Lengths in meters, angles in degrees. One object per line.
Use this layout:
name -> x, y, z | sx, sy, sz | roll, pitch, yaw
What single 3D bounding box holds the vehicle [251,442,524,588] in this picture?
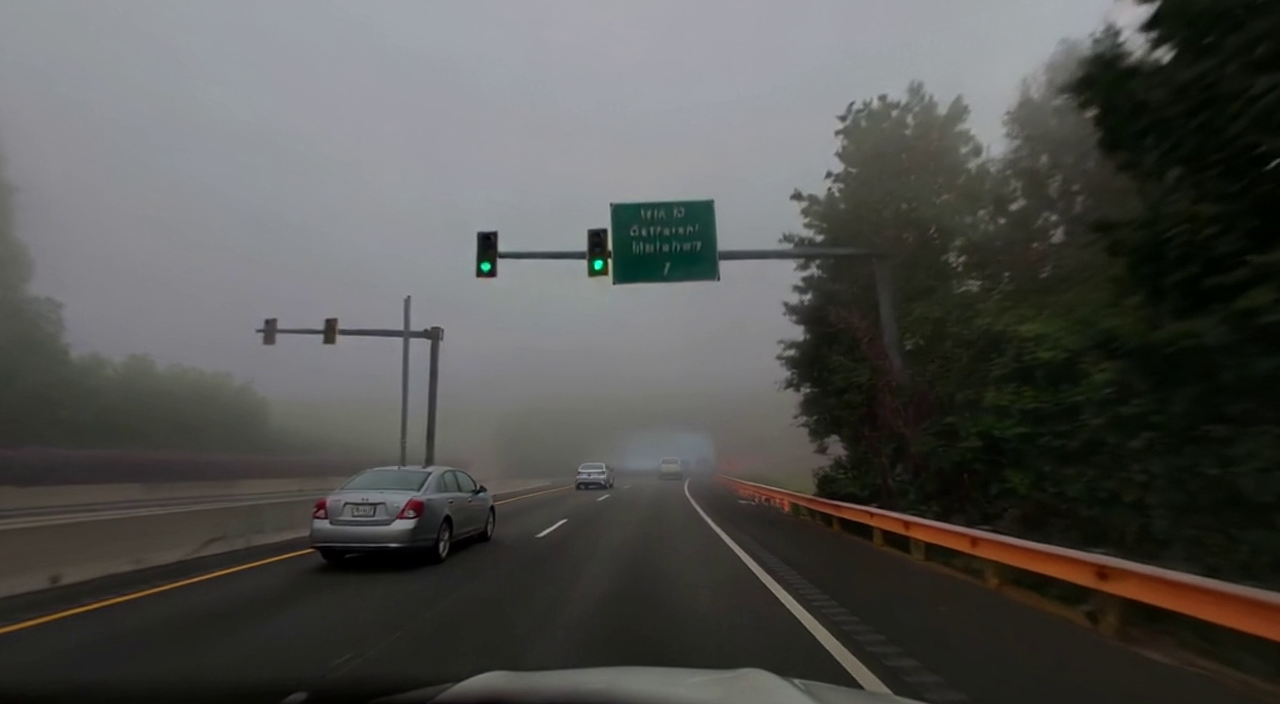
vehicle -> -2.977, 2.032, 8.463 | 1.992, 1.466, 3.690 | 0, -10, 2
